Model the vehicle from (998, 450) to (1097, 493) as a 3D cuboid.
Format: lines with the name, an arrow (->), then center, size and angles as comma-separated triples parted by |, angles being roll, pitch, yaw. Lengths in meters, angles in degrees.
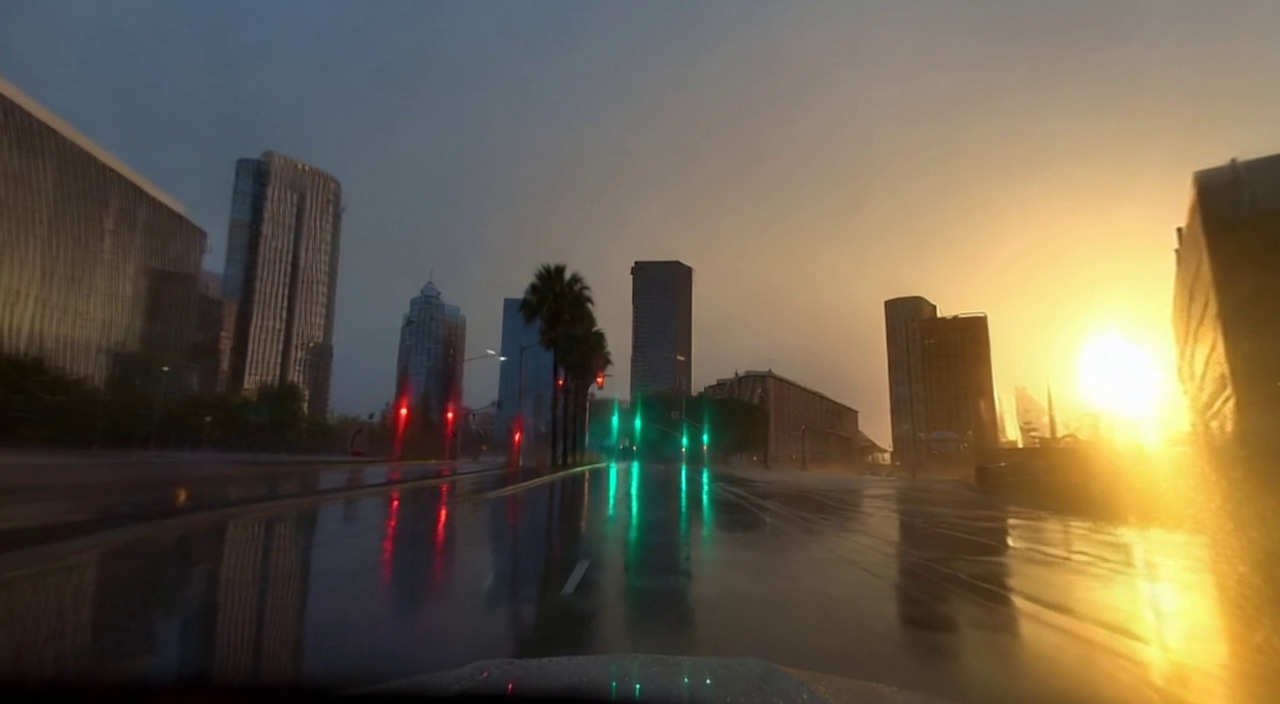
vehicle -> 28.290, 8.465, 44.088 | 2.599, 2.380, 6.013 | 2, -16, -3
